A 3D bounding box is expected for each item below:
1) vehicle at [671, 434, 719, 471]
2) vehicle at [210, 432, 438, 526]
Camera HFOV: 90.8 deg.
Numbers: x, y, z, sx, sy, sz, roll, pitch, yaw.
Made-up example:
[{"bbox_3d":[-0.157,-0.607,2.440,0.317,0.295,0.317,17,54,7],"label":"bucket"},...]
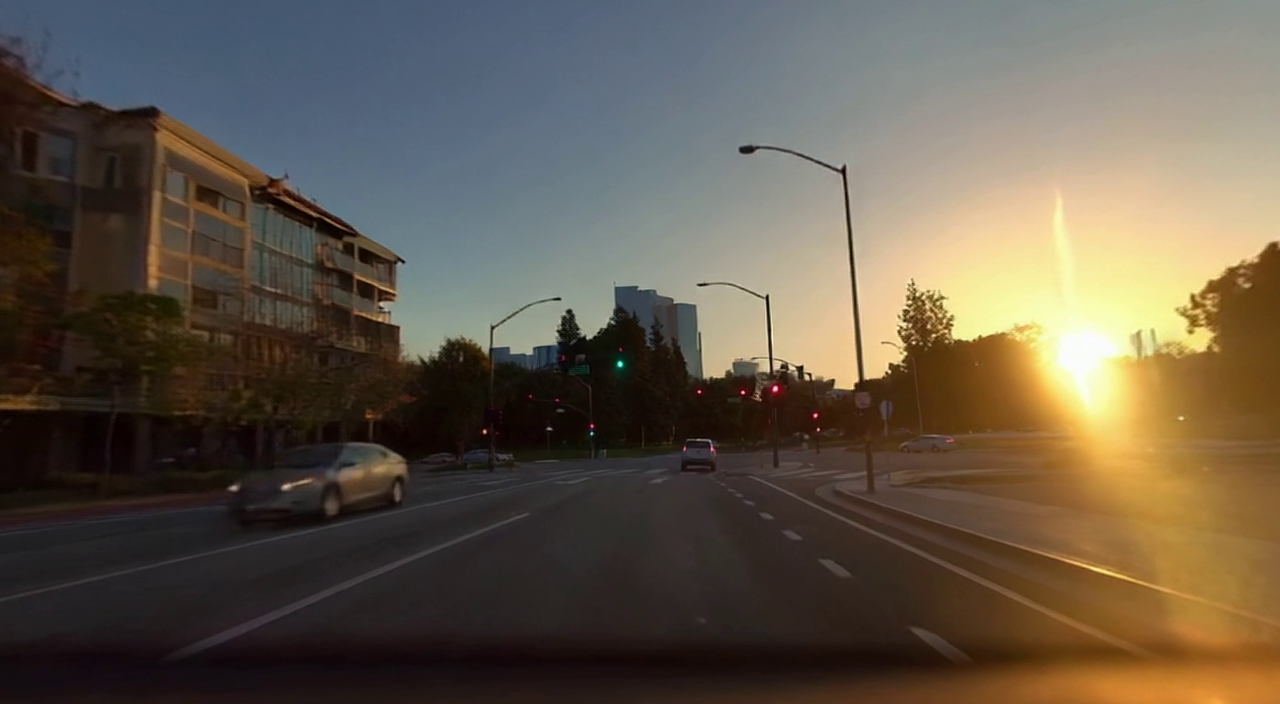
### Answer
[{"bbox_3d":[2.982,5.314,33.640,2.230,1.827,4.298,-1,-9,9],"label":"vehicle"},{"bbox_3d":[-6.628,2.697,14.138,2.183,1.699,4.974,-1,-8,5],"label":"vehicle"}]
